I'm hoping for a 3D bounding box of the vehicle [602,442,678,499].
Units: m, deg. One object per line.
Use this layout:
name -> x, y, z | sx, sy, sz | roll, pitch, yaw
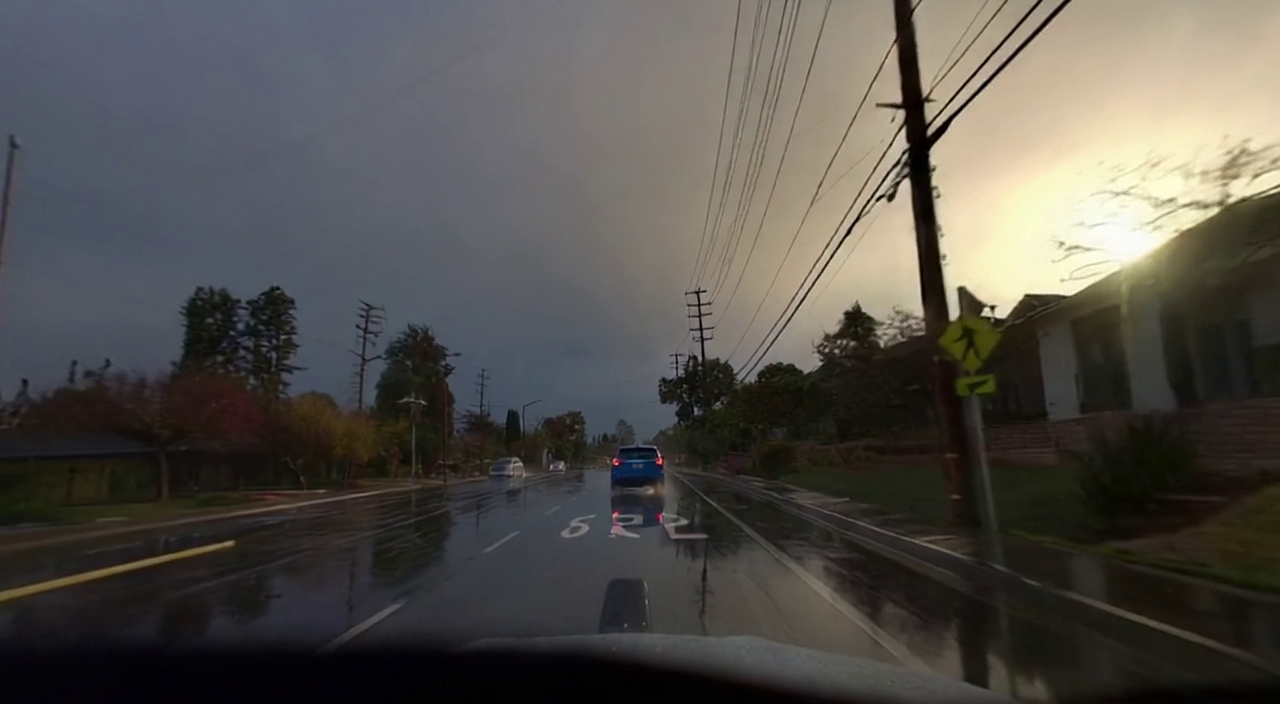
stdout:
vehicle -> -0.007, 3.769, 20.528 | 2.200, 1.653, 4.127 | 0, -8, 0
